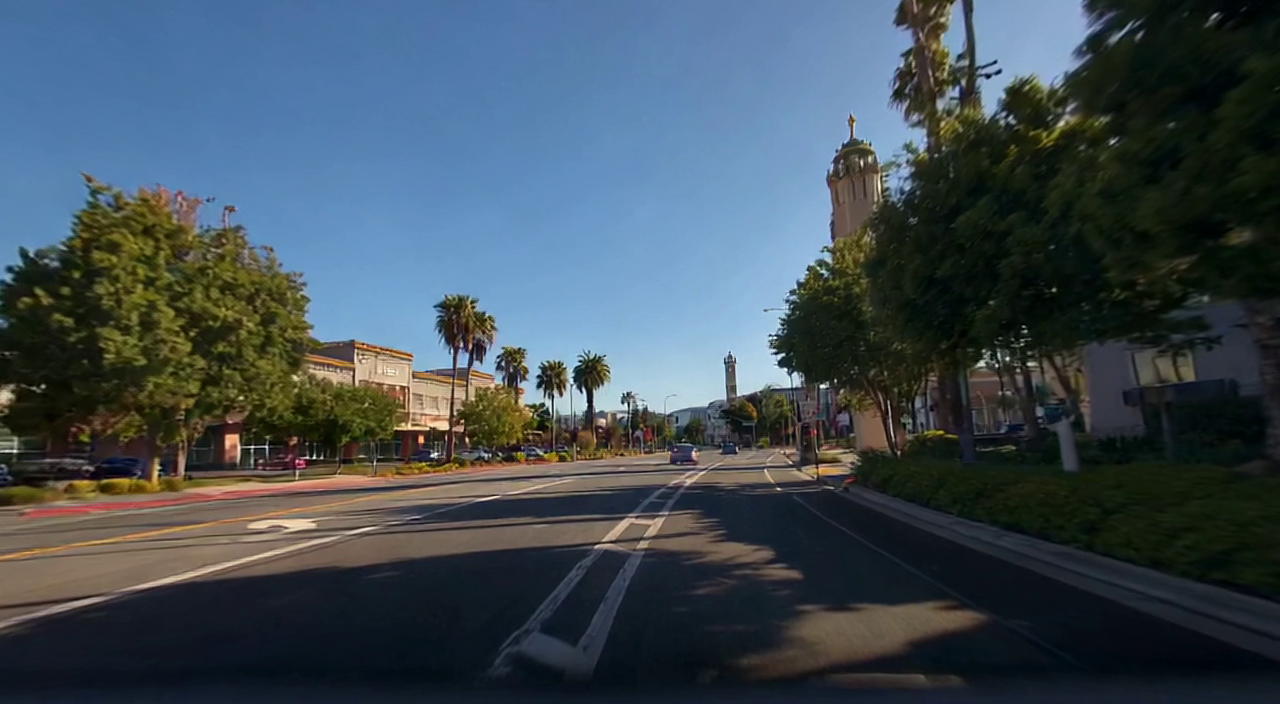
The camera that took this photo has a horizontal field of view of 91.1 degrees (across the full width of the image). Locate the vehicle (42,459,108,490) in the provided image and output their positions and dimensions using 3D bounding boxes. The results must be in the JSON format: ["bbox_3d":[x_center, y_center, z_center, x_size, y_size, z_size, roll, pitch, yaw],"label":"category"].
[{"bbox_3d":[-31.843,6.848,35.340,4.647,1.539,1.949,-7,-11,39],"label":"vehicle"}]

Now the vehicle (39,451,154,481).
[{"bbox_3d":[-36.152,7.553,41.858,5.582,1.832,2.493,-1,-9,6],"label":"vehicle"}]
